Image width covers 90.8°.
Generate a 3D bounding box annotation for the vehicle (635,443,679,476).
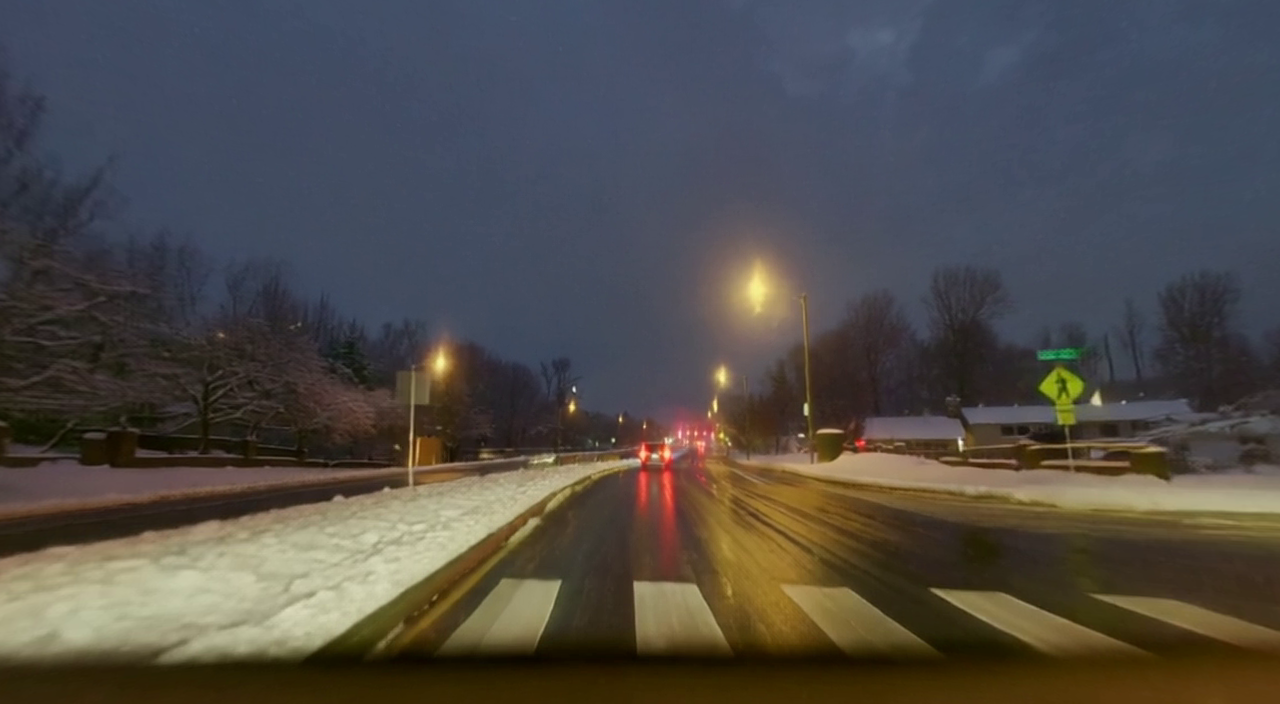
[{"bbox_3d":[0.916,5.582,33.089,2.158,1.600,3.865,0,-9,2],"label":"vehicle"}]
